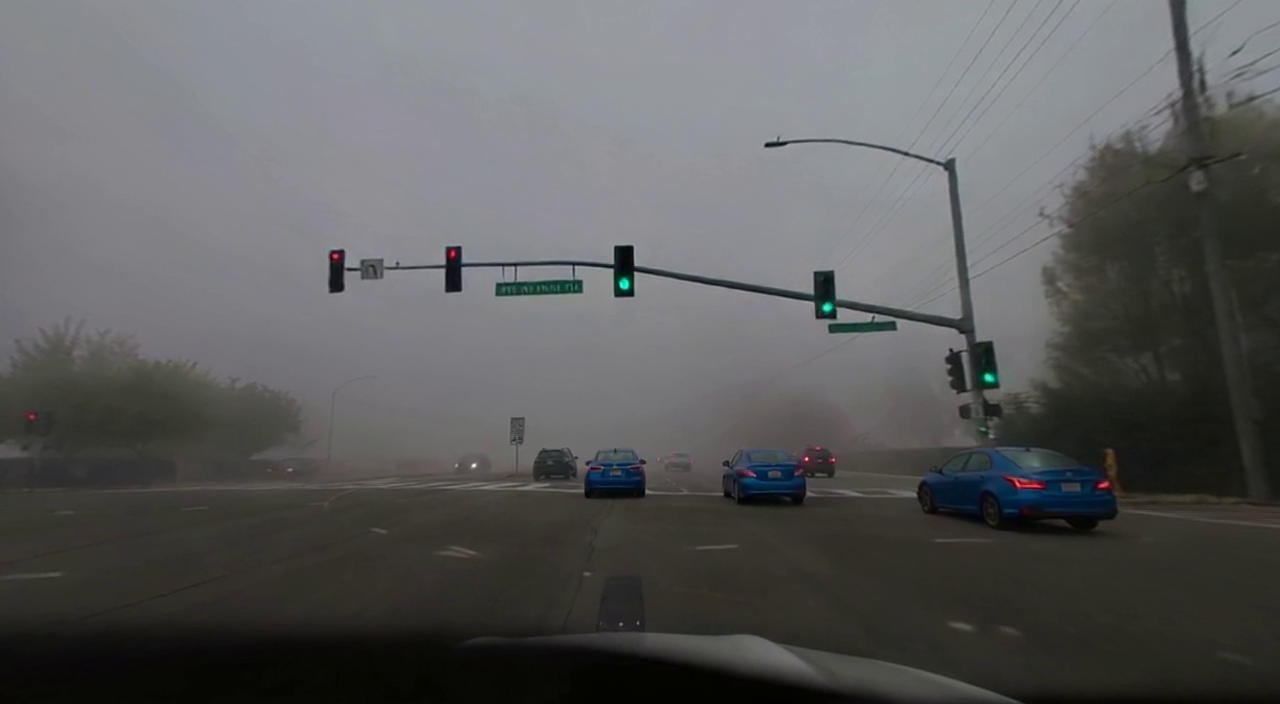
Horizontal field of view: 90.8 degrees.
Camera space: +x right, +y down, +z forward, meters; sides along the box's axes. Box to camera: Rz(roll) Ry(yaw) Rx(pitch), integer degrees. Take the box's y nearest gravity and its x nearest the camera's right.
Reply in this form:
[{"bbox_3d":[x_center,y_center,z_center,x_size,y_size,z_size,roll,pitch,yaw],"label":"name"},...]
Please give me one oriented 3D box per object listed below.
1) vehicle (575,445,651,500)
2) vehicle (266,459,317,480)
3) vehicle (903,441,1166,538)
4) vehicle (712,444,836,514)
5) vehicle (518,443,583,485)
[{"bbox_3d":[-0.754,3.584,19.267,2.065,1.464,4.216,0,-9,-1],"label":"vehicle"},{"bbox_3d":[-27.303,9.210,49.620,1.859,1.482,3.717,0,-9,1],"label":"vehicle"},{"bbox_3d":[6.921,2.424,11.848,2.004,1.455,4.417,0,-9,-1],"label":"vehicle"},{"bbox_3d":[3.164,3.080,15.940,2.053,1.490,4.464,0,-9,-1],"label":"vehicle"},{"bbox_3d":[-3.683,4.707,26.808,2.073,1.606,4.364,0,-9,0],"label":"vehicle"}]
